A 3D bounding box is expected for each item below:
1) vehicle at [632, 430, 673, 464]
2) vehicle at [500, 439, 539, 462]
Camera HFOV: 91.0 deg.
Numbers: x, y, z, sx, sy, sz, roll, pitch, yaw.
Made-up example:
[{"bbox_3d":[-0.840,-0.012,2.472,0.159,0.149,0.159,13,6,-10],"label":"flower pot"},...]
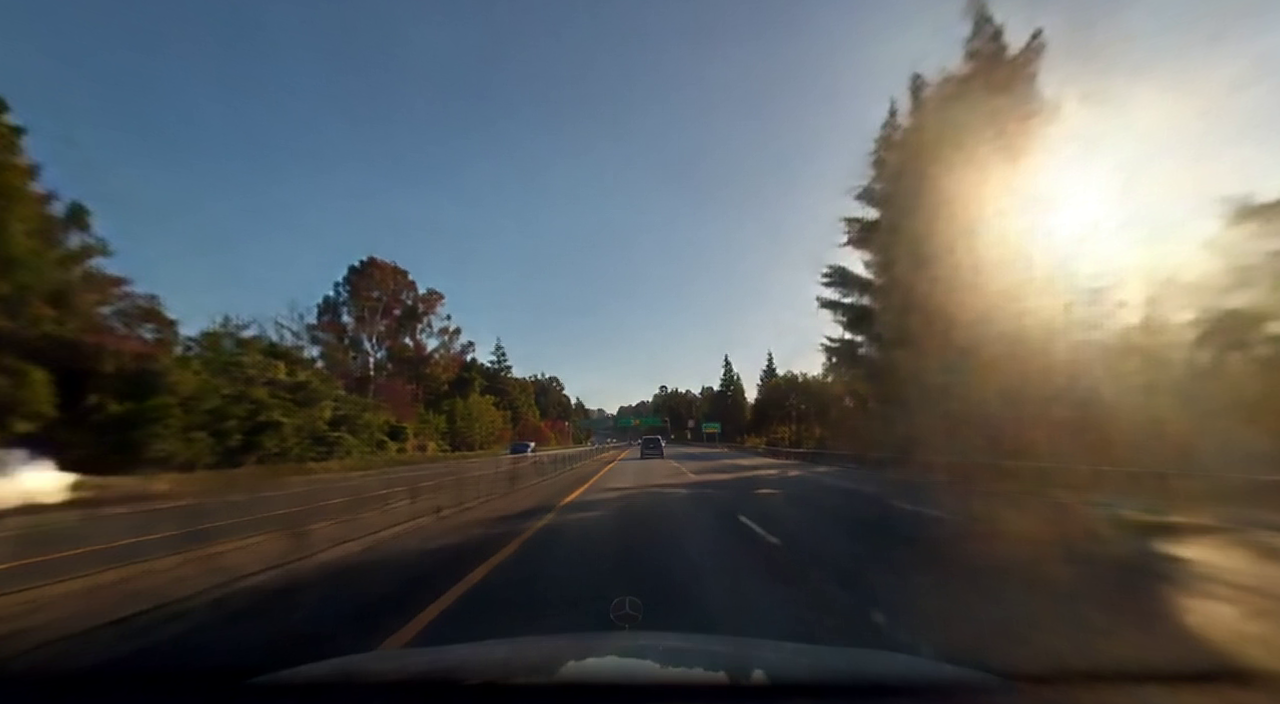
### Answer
[{"bbox_3d":[0.723,5.691,37.815,2.301,1.944,4.554,0,-8,1],"label":"vehicle"},{"bbox_3d":[-8.185,6.715,43.013,1.863,1.529,4.010,0,-8,1],"label":"vehicle"}]
